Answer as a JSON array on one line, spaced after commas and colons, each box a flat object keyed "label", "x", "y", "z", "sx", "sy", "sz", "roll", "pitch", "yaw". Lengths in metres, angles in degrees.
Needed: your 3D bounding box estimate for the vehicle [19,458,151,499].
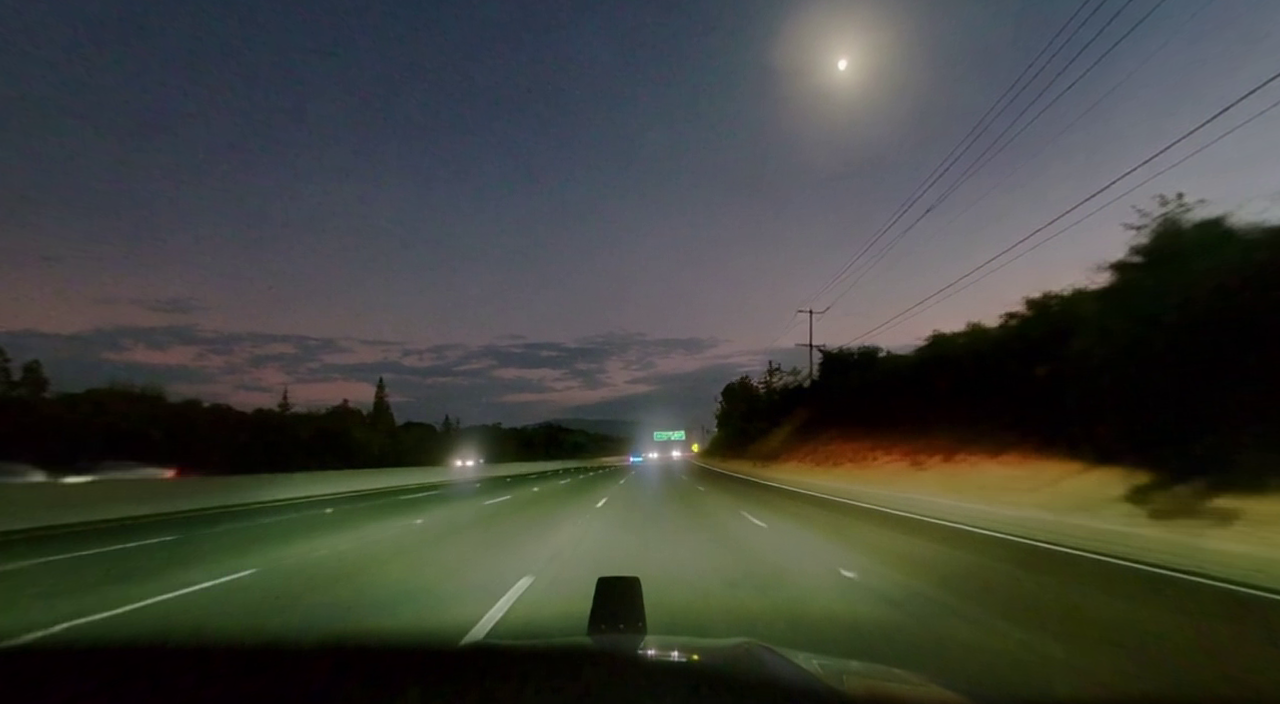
[{"label": "vehicle", "x": -21.910, "y": 4.974, "z": 25.094, "sx": 1.789, "sy": 1.430, "sz": 3.710, "roll": 0, "pitch": -9, "yaw": 1}]
